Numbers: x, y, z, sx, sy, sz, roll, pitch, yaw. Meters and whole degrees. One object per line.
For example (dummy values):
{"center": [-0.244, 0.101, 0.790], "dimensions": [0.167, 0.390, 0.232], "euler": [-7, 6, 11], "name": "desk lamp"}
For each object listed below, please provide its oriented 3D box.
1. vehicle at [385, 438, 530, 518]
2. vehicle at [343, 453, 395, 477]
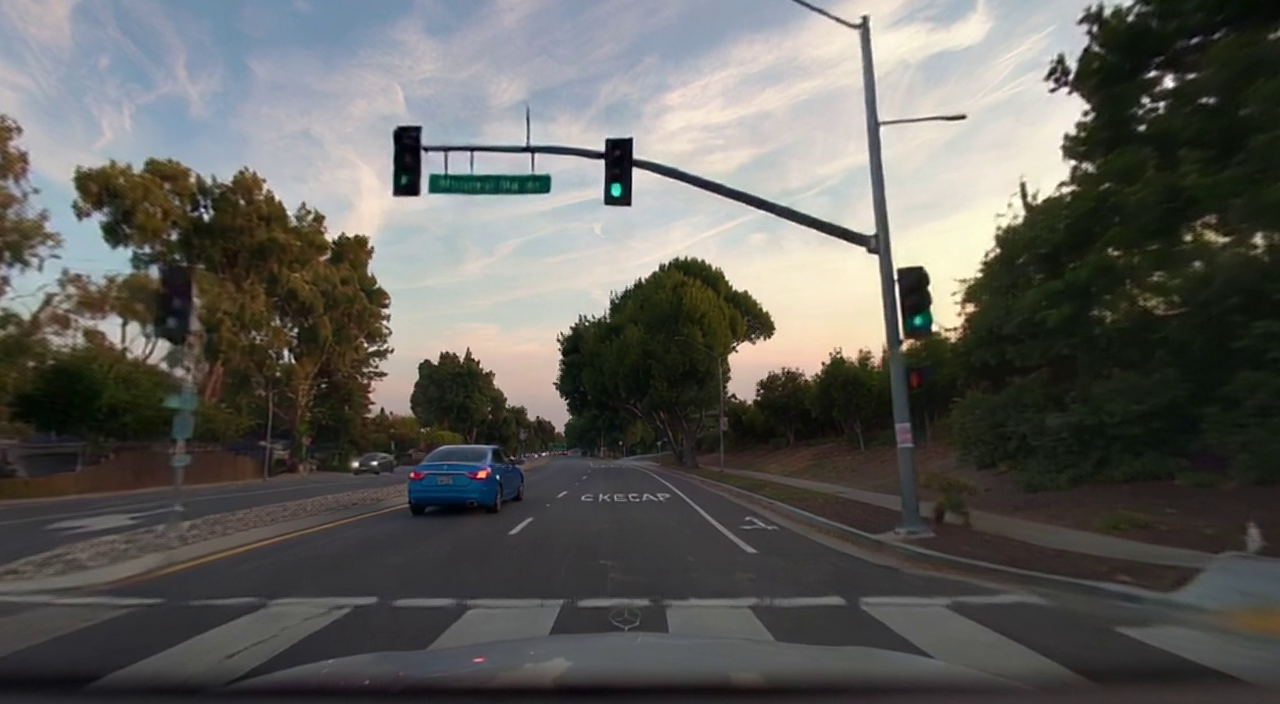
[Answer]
{"center": [-3.903, 2.763, 14.428], "dimensions": [1.980, 1.508, 4.502], "euler": [0, -8, 0], "name": "vehicle"}
{"center": [-18.824, 7.851, 44.069], "dimensions": [1.874, 1.494, 4.395], "euler": [0, -8, -3], "name": "vehicle"}
